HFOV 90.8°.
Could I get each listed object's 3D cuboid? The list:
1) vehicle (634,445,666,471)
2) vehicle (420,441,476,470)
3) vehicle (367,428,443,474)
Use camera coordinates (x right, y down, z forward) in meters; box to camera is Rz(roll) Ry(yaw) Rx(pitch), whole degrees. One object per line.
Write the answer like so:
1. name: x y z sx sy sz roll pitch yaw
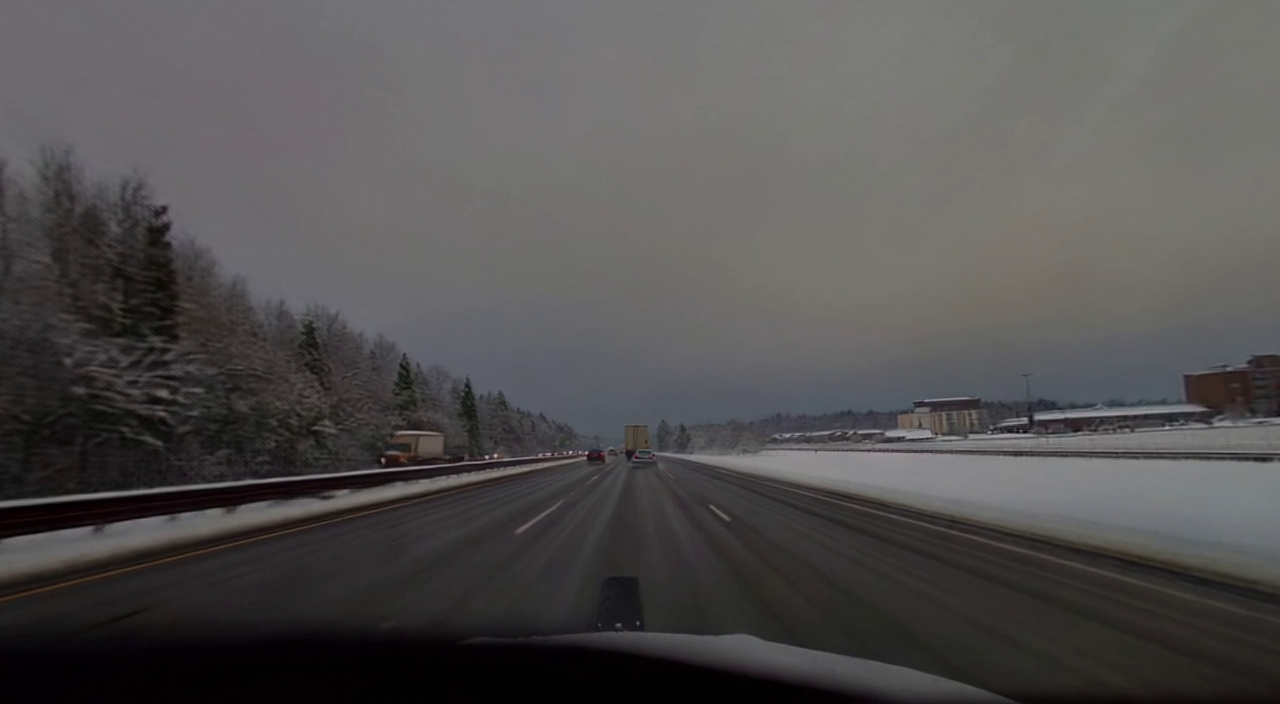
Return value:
1. vehicle: 0.619 7.015 41.878 1.992 1.593 3.937 0 -9 -2
2. vehicle: -12.977 7.037 43.042 2.352 1.802 4.648 0 -9 -1
3. vehicle: -17.617 7.498 47.882 2.802 3.131 7.695 0 -9 0
